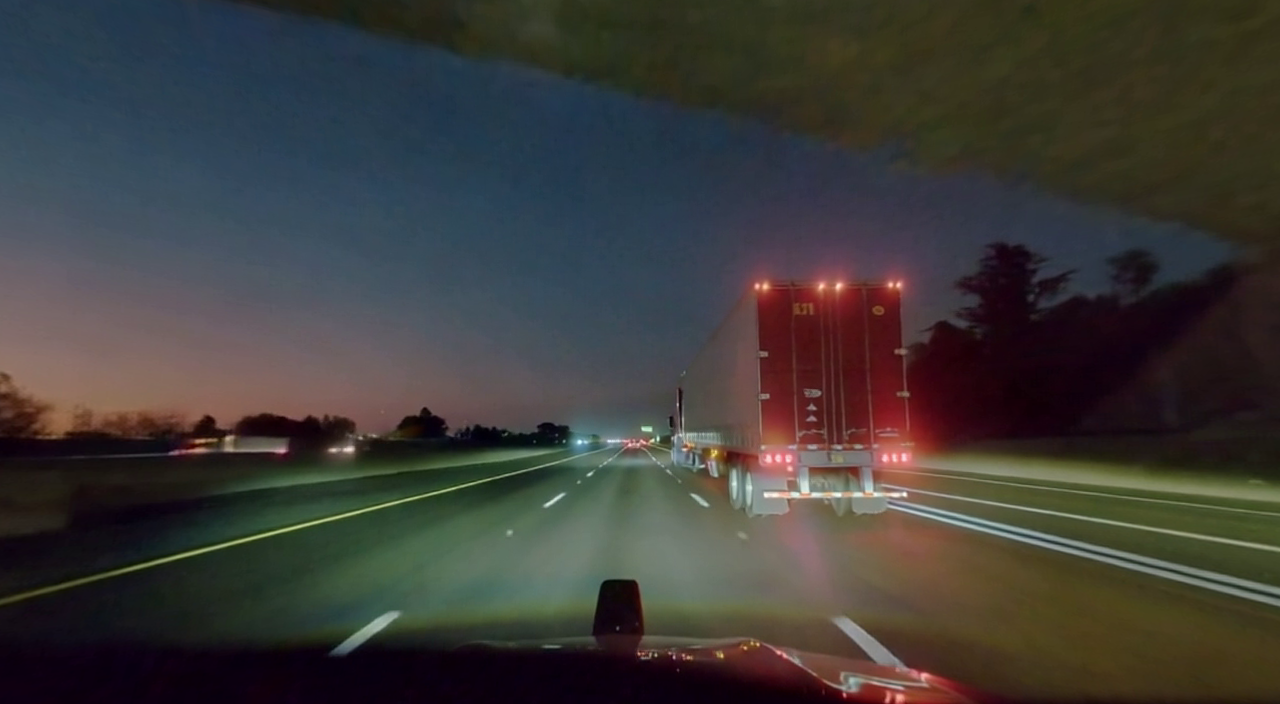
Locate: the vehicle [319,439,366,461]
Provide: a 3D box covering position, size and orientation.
[{"bbox_3d":[-21.806,7.188,46.380,1.647,1.481,3.671,0,-9,0],"label":"vehicle"}]

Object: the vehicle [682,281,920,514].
[{"bbox_3d":[3.371,2.010,19.389,2.743,4.160,16.408,0,-9,-1],"label":"vehicle"}]

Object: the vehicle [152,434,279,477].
[{"bbox_3d":[-29.732,7.305,44.920,2.819,2.709,9.047,0,-9,-1],"label":"vehicle"}]
